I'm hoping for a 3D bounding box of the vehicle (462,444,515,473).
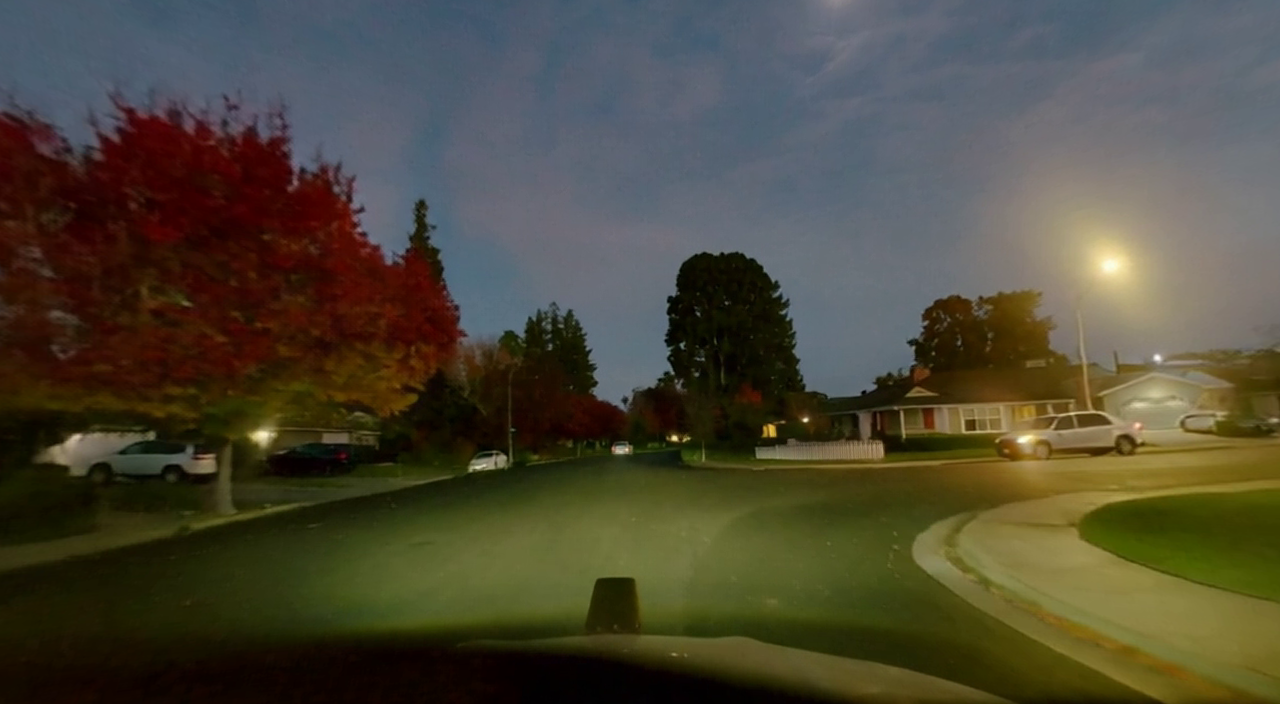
[{"bbox_3d":[-8.796,6.198,36.929,2.040,1.525,5.212,0,-9,-3],"label":"vehicle"}]

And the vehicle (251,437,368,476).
[{"bbox_3d":[-16.563,5.235,31.790,4.683,1.849,2.044,1,-9,-5],"label":"vehicle"}]

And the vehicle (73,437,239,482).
[{"bbox_3d":[-18.849,4.182,24.799,1.829,1.584,4.748,-5,-10,27],"label":"vehicle"}]

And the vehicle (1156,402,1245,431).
[{"bbox_3d":[34.829,4.104,39.311,1.971,1.581,4.495,-2,-9,10],"label":"vehicle"}]

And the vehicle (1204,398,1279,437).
[{"bbox_3d":[33.938,3.644,34.384,2.029,1.747,4.373,0,-11,-2],"label":"vehicle"}]

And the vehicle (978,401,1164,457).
[{"bbox_3d":[17.257,3.152,25.372,6.088,2.084,2.337,1,-9,-10],"label":"vehicle"}]
